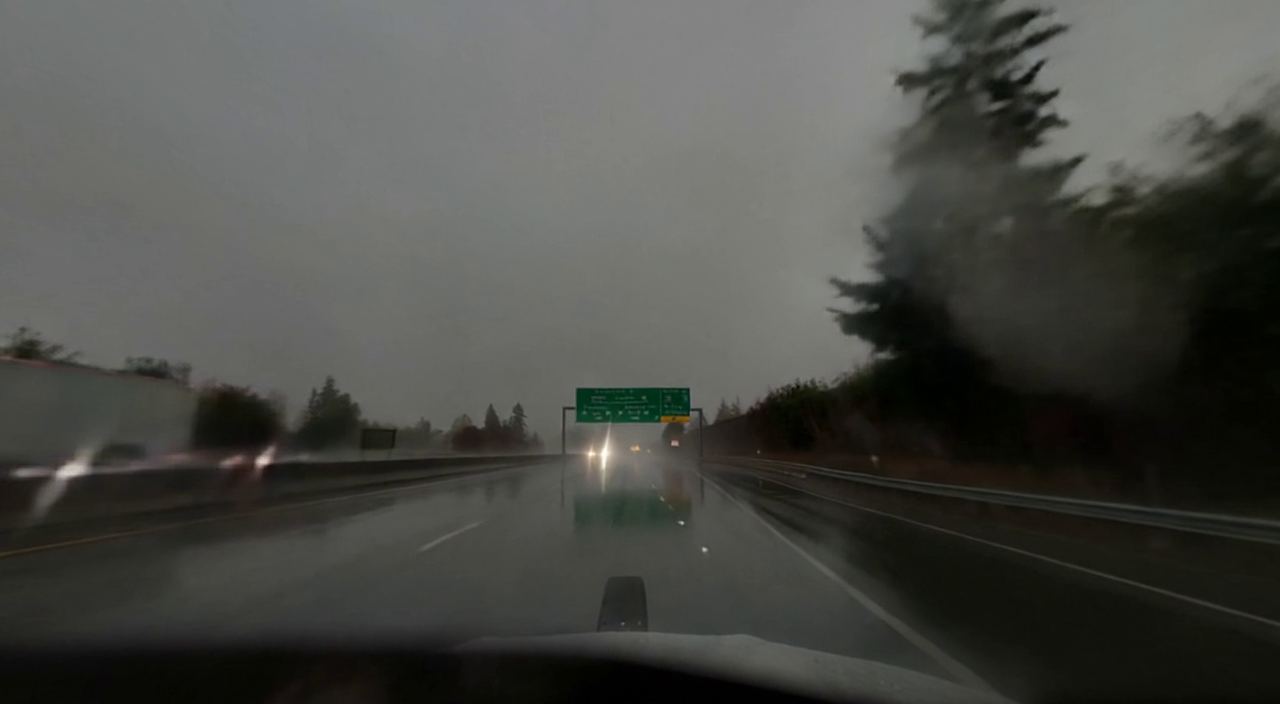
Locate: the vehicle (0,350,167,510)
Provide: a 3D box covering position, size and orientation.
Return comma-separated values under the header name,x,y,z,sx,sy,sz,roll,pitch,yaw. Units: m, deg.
name,x,y,z,sx,sy,sz,roll,pitch,yaw
vehicle,-18.155,2.141,17.051,3.044,4.093,10.129,0,-9,-2
